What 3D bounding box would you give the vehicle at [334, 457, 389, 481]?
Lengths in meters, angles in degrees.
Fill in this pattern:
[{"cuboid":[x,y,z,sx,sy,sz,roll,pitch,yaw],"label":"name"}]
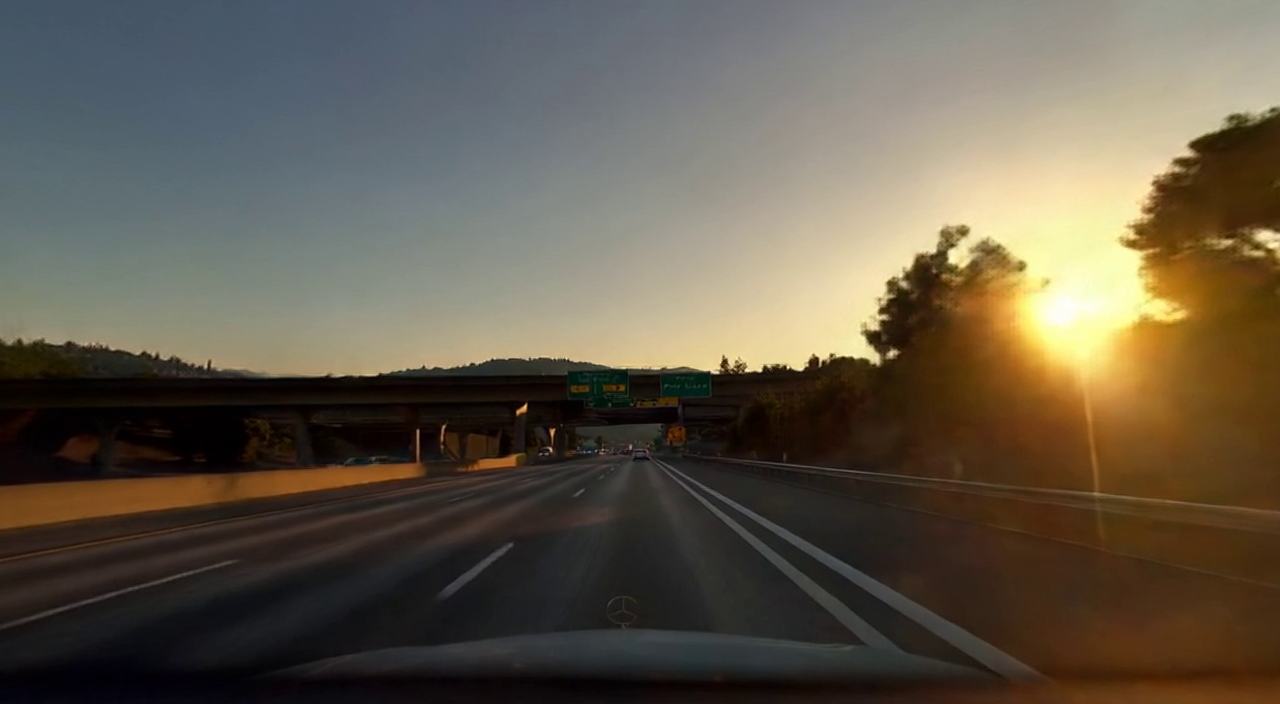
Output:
[{"cuboid":[-18.737,7.877,42.600,1.854,1.464,3.924,0,-9,0],"label":"vehicle"}]
